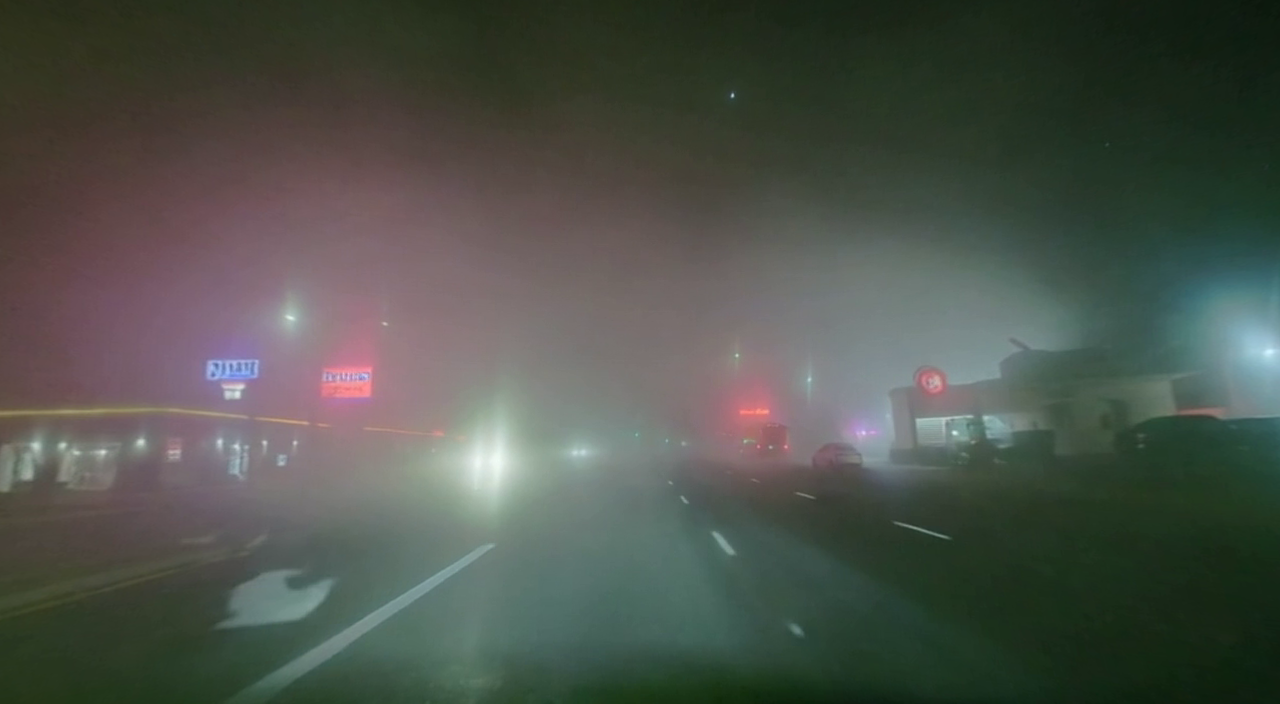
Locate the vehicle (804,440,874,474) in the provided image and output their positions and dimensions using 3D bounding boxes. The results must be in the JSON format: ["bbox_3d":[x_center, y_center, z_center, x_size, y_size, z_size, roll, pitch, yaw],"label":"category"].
[{"bbox_3d":[10.265,5.449,32.953,2.085,1.630,4.403,0,-9,-1],"label":"vehicle"}]

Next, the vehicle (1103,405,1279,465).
[{"bbox_3d":[23.283,3.500,26.582,2.529,2.138,6.511,-1,-8,-1],"label":"vehicle"}]

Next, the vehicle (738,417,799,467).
[{"bbox_3d":[9.920,7.138,49.763,2.897,3.584,7.857,0,-9,-2],"label":"vehicle"}]
